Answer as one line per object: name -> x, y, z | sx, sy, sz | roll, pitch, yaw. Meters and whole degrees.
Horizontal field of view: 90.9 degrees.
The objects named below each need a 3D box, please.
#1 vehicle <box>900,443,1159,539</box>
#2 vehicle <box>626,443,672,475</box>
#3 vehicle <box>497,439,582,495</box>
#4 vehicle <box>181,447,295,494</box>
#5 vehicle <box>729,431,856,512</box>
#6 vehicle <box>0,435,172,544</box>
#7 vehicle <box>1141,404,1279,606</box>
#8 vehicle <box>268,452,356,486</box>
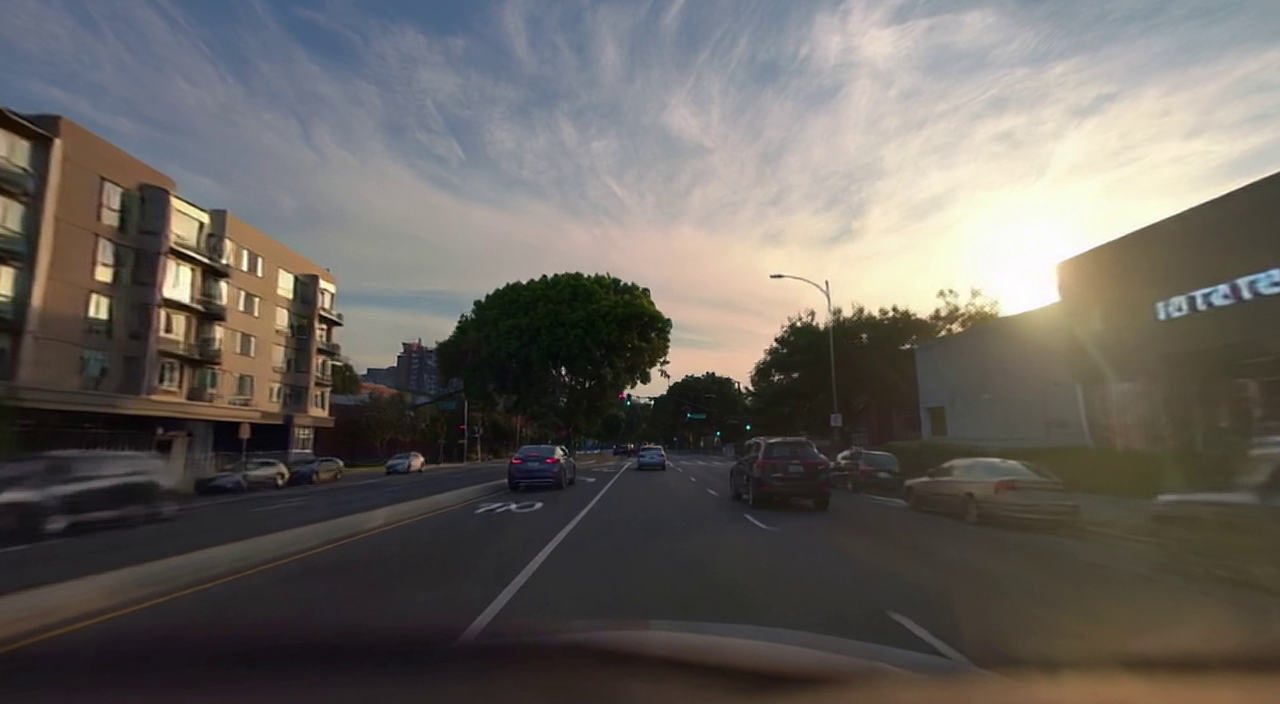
vehicle -> 7.044, 2.513, 12.211 | 1.908, 1.467, 4.837 | 0, -8, 0
vehicle -> 0.413, 5.199, 30.887 | 2.103, 1.468, 4.094 | 0, -8, 0
vehicle -> -2.947, 3.472, 19.394 | 1.860, 1.510, 4.073 | 0, -8, 1
vehicle -> -16.897, 4.948, 26.779 | 2.001, 1.760, 4.329 | -2, -9, 0
vehicle -> 3.412, 2.748, 14.914 | 1.987, 1.637, 3.896 | 0, -8, 0
vehicle -> -10.831, 2.297, 10.884 | 1.951, 1.658, 4.473 | 0, -9, 1
vehicle -> 6.822, 1.201, 4.537 | 2.207, 1.789, 5.099 | 0, -8, 0
vehicle -> -16.561, 5.913, 32.168 | 1.919, 1.469, 4.719 | -2, -8, 1
